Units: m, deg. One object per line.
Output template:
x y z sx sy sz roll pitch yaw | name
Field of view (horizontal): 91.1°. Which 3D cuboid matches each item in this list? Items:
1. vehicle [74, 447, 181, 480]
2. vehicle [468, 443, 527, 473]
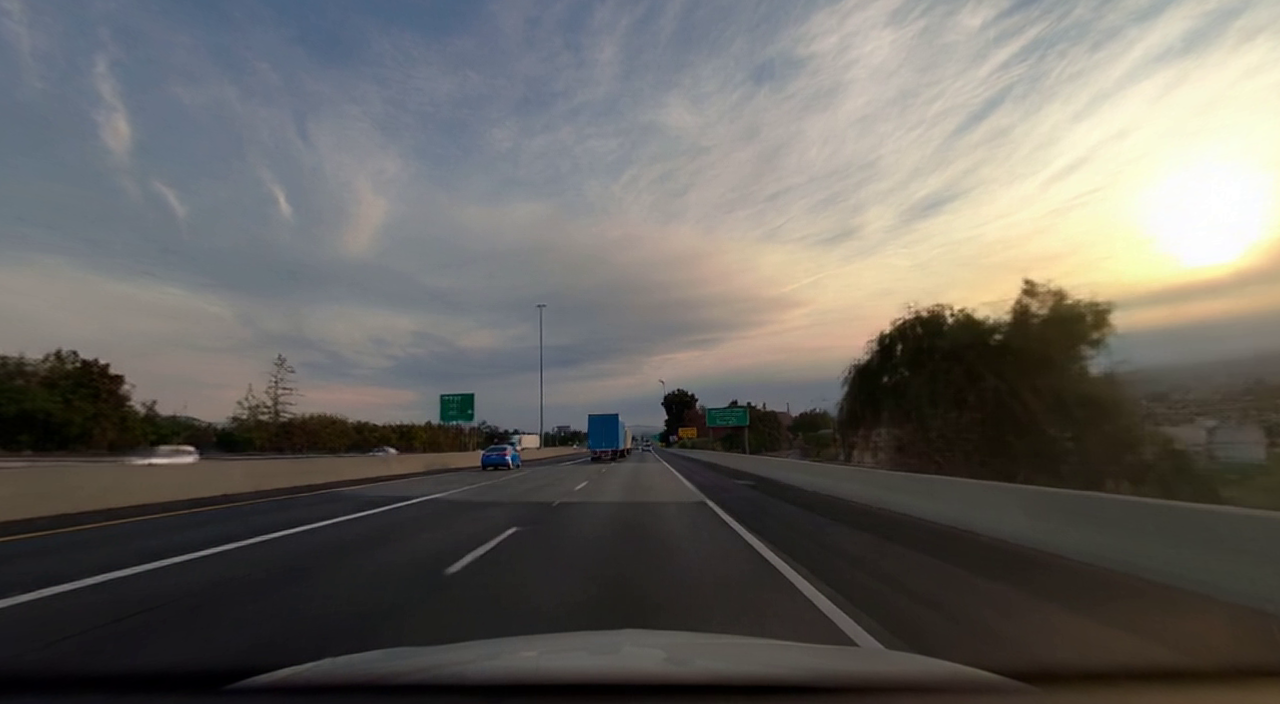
-29.026 6.301 35.792 2.059 1.718 4.643 0 -8 1 | vehicle
-7.411 5.546 33.182 1.901 1.467 4.629 0 -8 2 | vehicle
